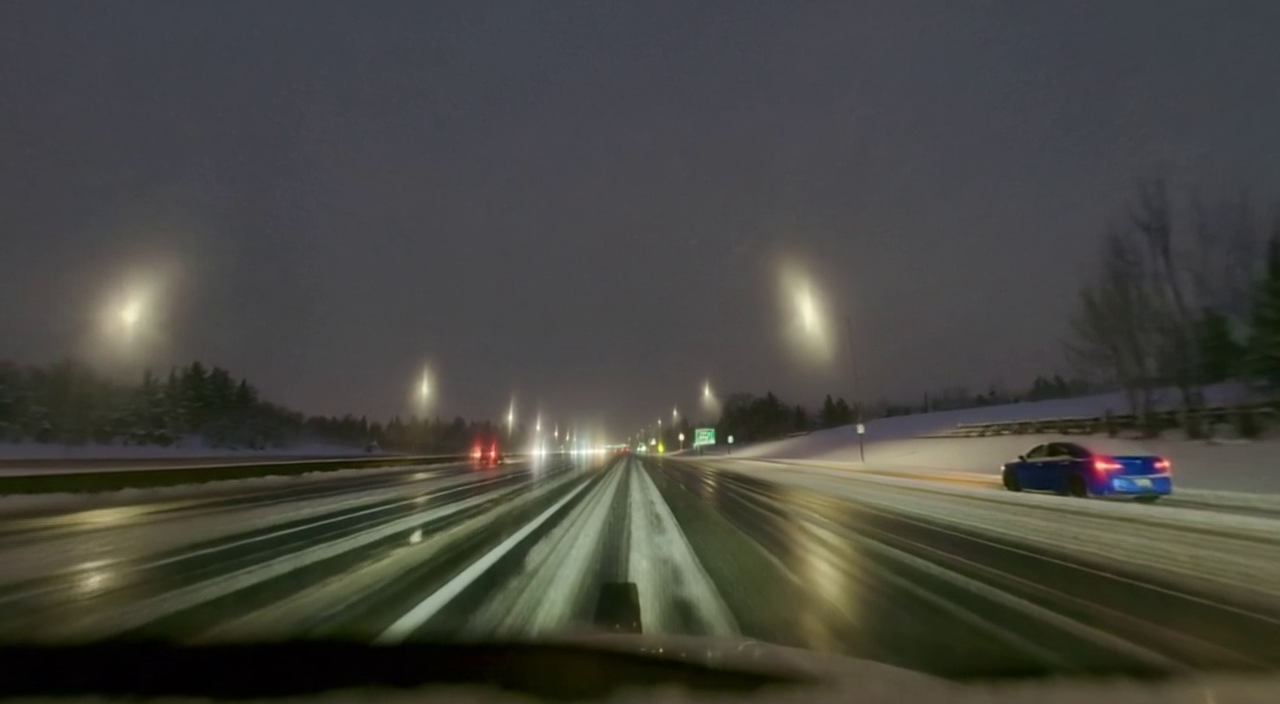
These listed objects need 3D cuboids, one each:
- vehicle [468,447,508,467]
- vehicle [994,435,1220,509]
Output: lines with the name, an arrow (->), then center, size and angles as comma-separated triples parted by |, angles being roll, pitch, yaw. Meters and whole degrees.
vehicle -> -11.393, 7.884, 47.735 | 1.921, 1.452, 4.429 | 0, -9, 0
vehicle -> 10.909, 2.819, 15.306 | 1.985, 1.493, 4.486 | 0, -9, -1
